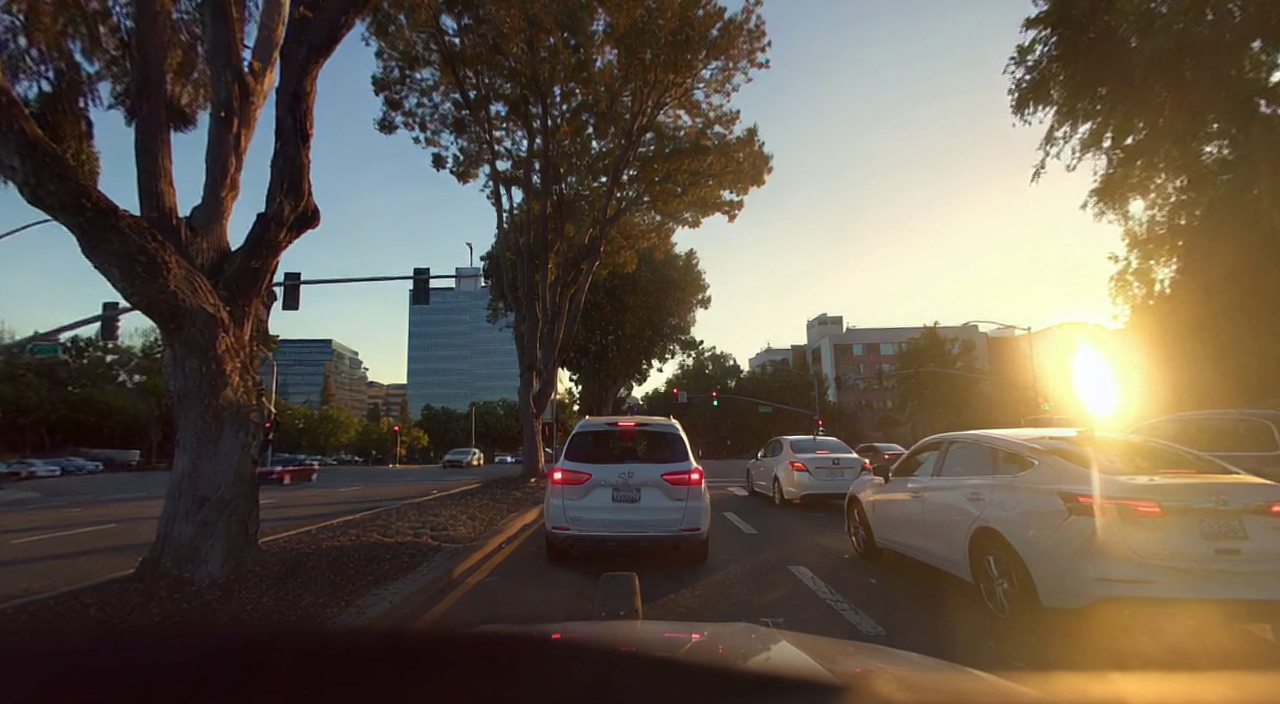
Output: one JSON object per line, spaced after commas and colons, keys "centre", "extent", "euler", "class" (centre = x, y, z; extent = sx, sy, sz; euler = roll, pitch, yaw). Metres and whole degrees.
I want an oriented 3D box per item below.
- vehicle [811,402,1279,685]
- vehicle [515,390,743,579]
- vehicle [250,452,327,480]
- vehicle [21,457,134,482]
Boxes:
{"centre": [3.357, 1.420, 5.975], "extent": [2.034, 1.558, 4.774], "euler": [0, -9, -1], "class": "vehicle"}
{"centre": [-0.219, 1.617, 8.435], "extent": [2.236, 1.827, 4.316], "euler": [1, -9, -3], "class": "vehicle"}
{"centre": [-20.765, 6.731, 37.592], "extent": [1.899, 1.469, 4.668], "euler": [0, -9, 0], "class": "vehicle"}
{"centre": [-35.105, 7.341, 39.578], "extent": [4.845, 1.442, 1.880], "euler": [2, -9, -13], "class": "vehicle"}
